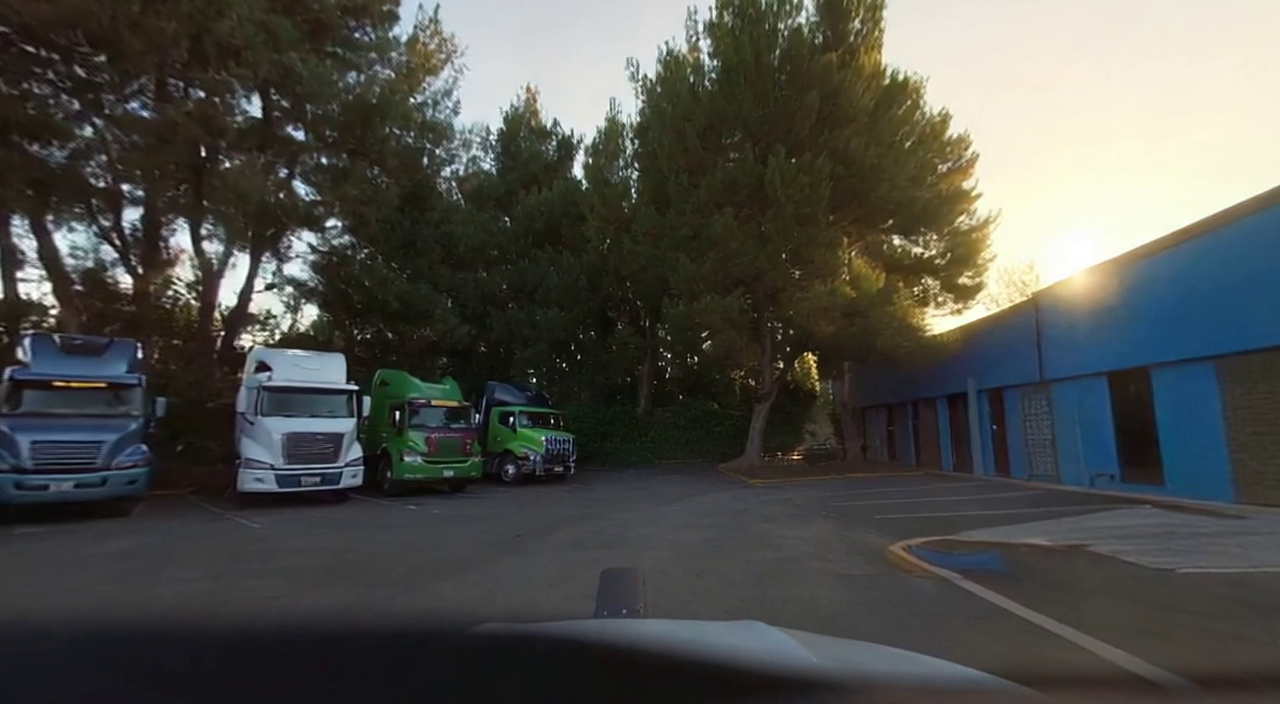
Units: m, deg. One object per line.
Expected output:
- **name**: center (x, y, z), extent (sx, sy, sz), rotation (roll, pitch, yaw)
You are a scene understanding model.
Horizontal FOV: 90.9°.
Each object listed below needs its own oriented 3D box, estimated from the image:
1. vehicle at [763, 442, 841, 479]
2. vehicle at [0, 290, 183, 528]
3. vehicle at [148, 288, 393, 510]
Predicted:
- **vehicle**: center (7.235, 4.808, 28.077), extent (1.809, 1.506, 3.473), rotation (-9, -12, 44)
- **vehicle**: center (-13.753, 1.658, 15.058), extent (3.038, 3.871, 11.512), rotation (8, -12, -41)
- **vehicle**: center (-10.509, 1.652, 16.880), extent (2.948, 4.069, 11.906), rotation (8, -12, -42)
